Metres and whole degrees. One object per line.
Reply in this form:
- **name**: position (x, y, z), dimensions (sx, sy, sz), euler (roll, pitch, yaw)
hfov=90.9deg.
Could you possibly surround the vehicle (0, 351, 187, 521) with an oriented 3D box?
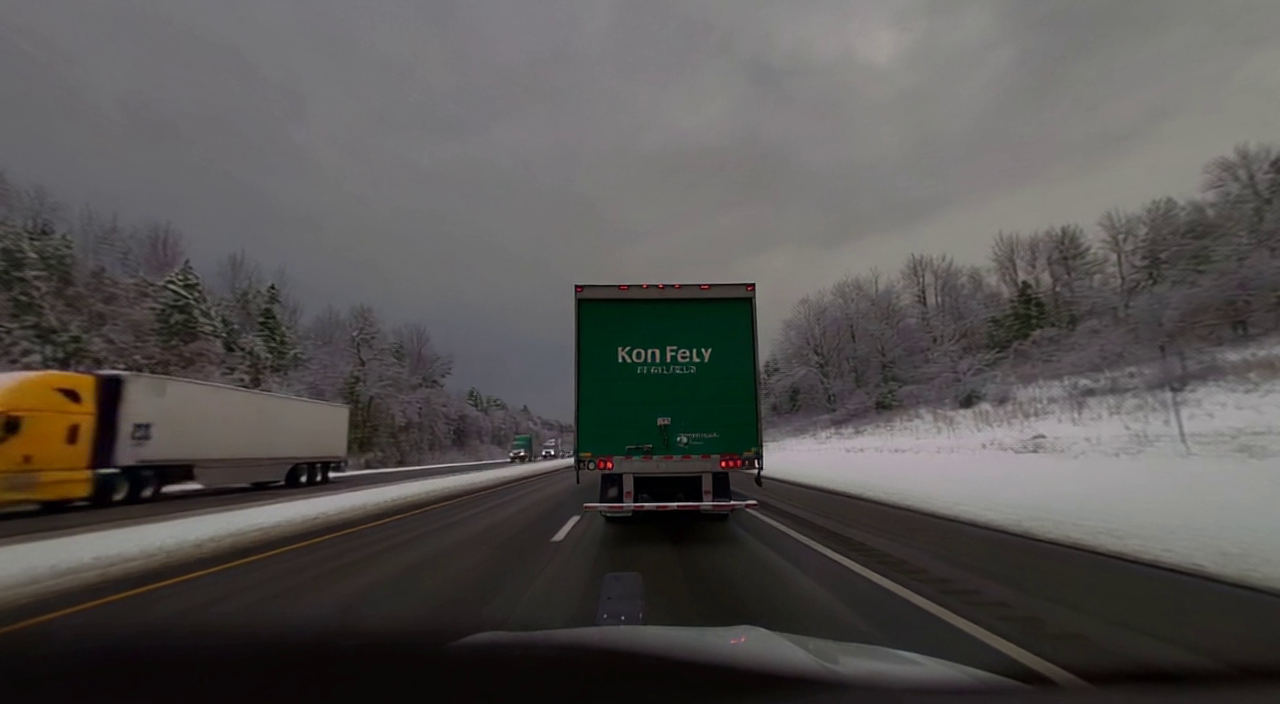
- **vehicle**: position (-16.526, 2.405, 17.680), dimensions (2.997, 3.998, 5.894), euler (0, -9, 0)

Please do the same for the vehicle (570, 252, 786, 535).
- **vehicle**: position (0.486, 1.693, 16.868), dimensions (3.230, 4.377, 14.405), euler (0, -9, -1)
